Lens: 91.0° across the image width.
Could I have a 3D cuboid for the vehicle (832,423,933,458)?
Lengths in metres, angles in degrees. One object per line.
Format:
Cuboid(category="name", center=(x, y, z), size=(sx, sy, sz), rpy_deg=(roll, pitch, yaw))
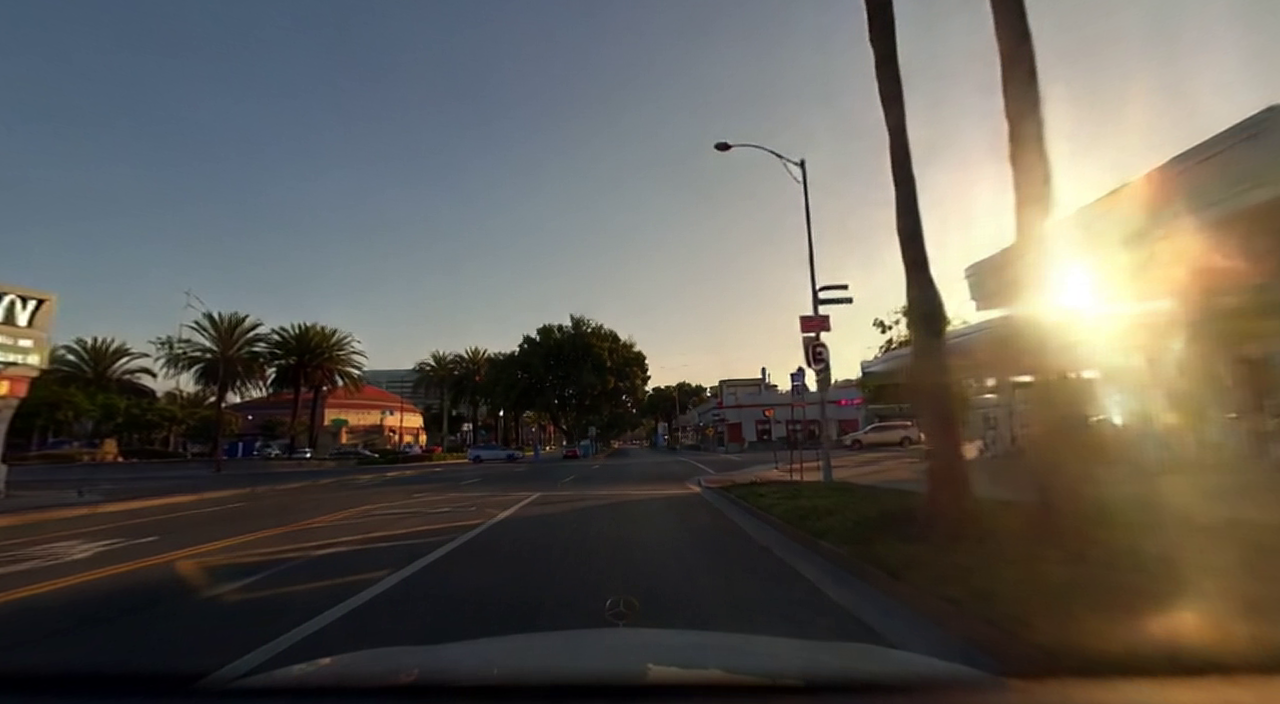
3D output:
Cuboid(category="vehicle", center=(13.160, 4.840, 34.369), size=(4.640, 1.800, 2.026), rpy_deg=(0, -9, -2))
